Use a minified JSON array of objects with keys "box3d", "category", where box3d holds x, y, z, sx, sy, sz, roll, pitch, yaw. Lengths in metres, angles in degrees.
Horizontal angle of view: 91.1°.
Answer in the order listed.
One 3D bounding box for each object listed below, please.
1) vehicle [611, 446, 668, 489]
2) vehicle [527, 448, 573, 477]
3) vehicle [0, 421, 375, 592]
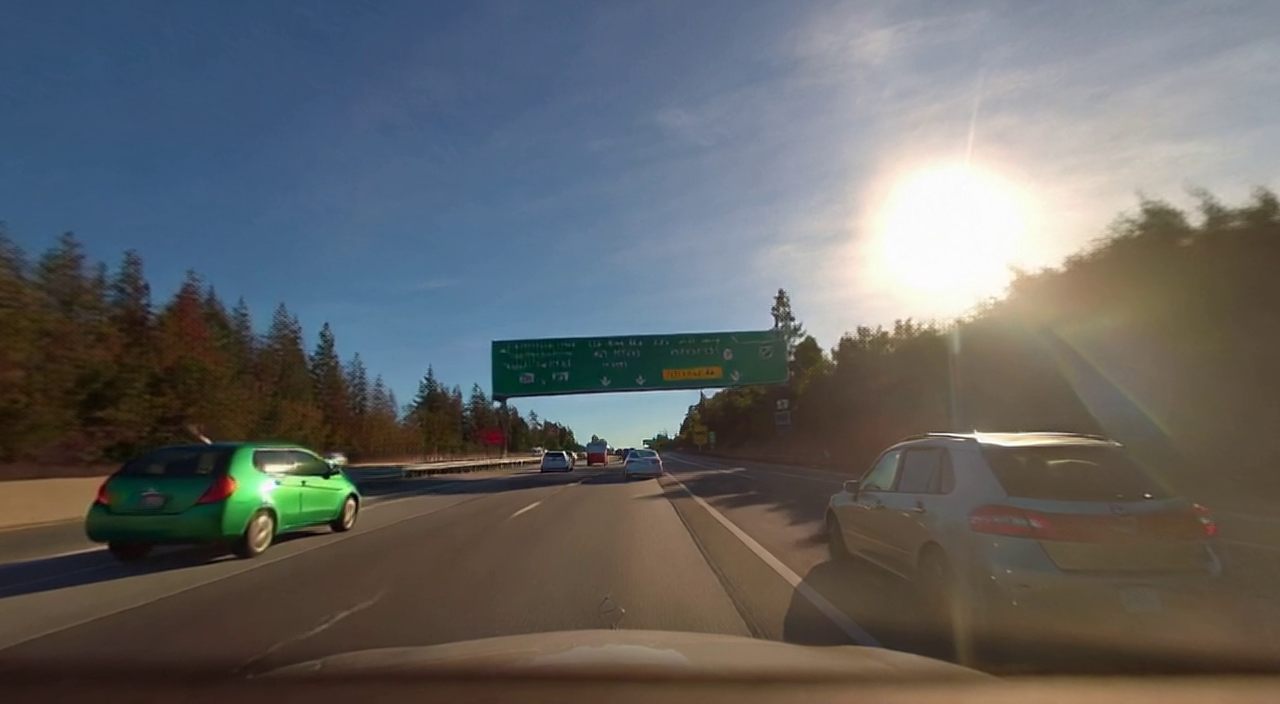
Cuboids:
[{"box3d":[-0.029,4.272,23.489,1.940,1.451,3.512,0,-9,0],"category":"vehicle"},{"box3d":[-4.916,6.112,34.885,1.892,1.481,4.180,0,-9,0],"category":"vehicle"},{"box3d":[-5.429,1.813,8.182,2.058,1.626,4.118,0,-9,1],"category":"vehicle"}]
